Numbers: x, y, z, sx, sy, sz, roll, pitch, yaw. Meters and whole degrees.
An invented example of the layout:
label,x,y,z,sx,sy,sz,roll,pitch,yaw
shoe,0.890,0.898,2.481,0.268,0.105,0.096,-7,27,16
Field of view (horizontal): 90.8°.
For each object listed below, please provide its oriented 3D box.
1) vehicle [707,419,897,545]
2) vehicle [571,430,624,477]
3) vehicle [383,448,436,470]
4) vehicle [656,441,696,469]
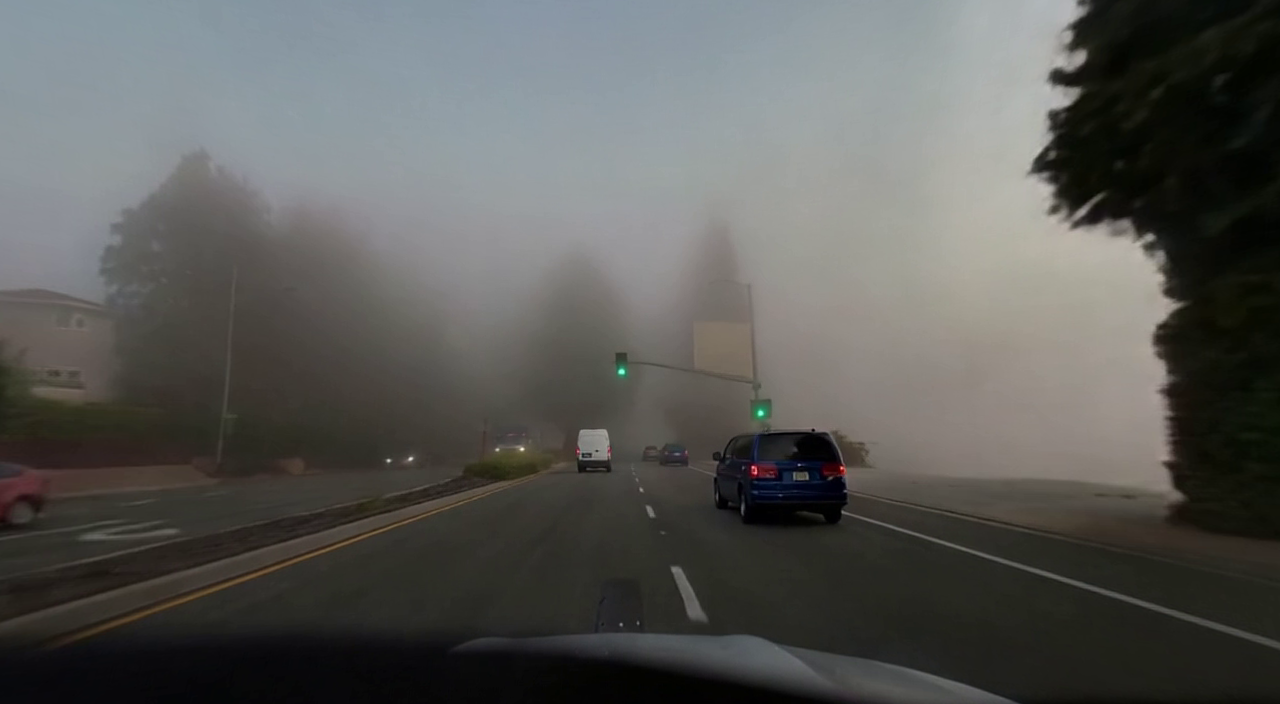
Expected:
label,x,y,z,sx,sy,sz,roll,pitch,yaw
vehicle,2.419,2.073,10.691,1.965,1.671,4.146,0,-9,-2
vehicle,-1.942,4.814,30.039,2.228,2.054,4.309,0,-9,0
vehicle,-16.695,7.746,46.001,2.139,1.493,4.521,0,-9,0
vehicle,2.283,6.683,41.289,2.248,1.692,4.252,0,-9,-2
